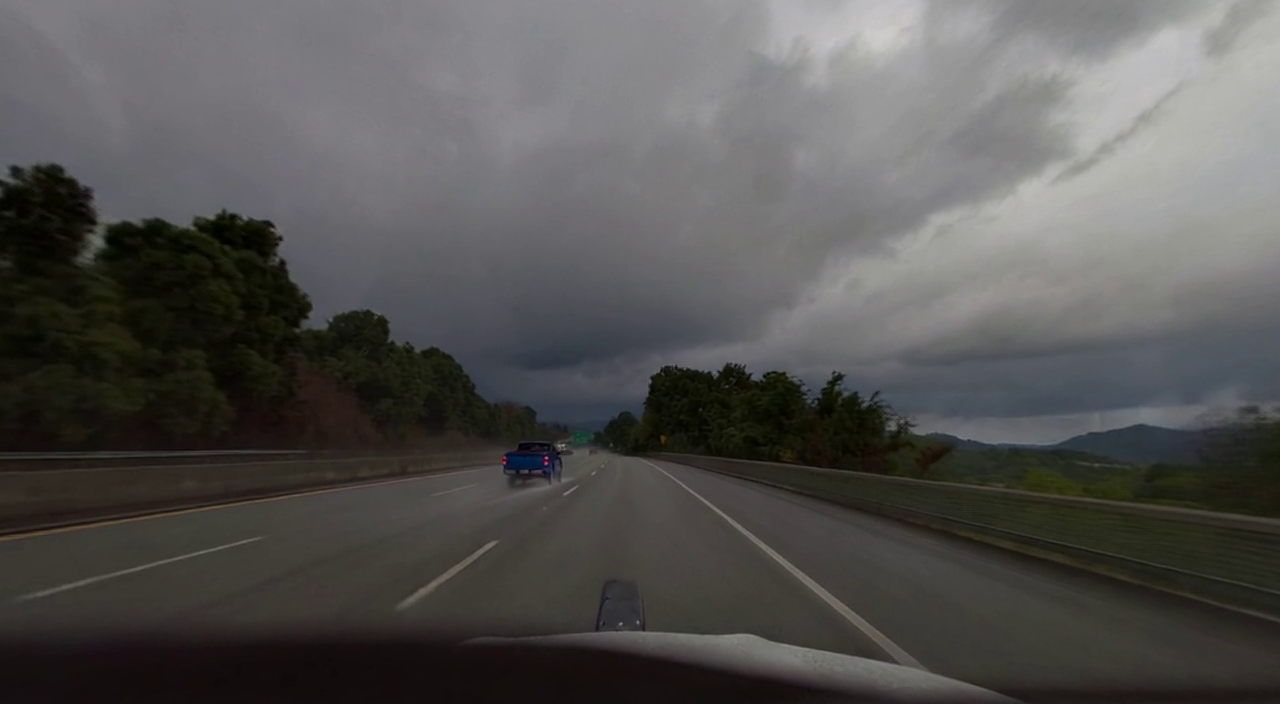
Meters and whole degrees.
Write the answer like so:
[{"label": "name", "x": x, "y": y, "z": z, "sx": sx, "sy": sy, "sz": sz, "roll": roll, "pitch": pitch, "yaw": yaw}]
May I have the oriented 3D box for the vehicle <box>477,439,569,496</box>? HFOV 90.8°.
[{"label": "vehicle", "x": -3.831, "y": 3.877, "z": 21.569, "sx": 2.279, "sy": 1.683, "sz": 4.726, "roll": 0, "pitch": -9, "yaw": -1}]
